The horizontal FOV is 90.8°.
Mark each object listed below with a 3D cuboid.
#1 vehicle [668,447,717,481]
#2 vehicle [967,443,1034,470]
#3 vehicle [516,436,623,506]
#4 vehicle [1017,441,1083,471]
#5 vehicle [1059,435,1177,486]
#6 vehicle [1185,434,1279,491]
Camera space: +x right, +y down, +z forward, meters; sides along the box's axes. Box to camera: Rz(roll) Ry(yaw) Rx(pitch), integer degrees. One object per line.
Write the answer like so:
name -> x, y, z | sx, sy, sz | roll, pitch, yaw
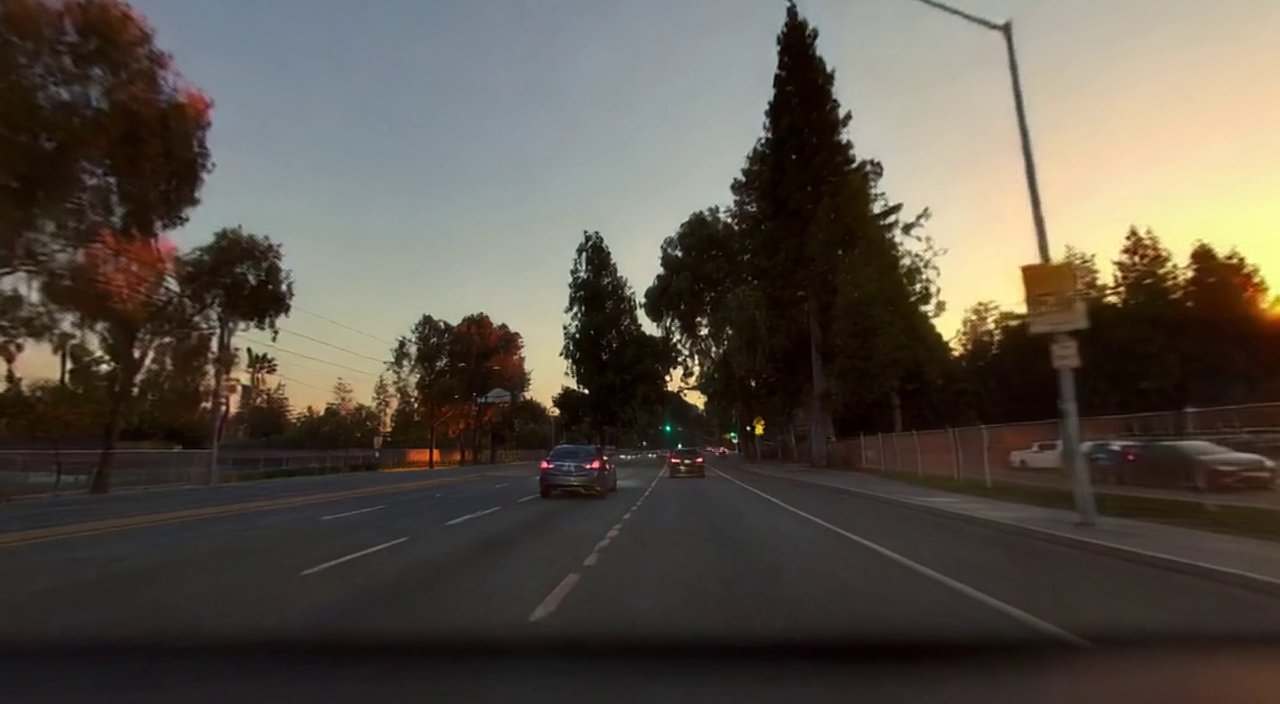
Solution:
vehicle -> 2.504, 5.291, 30.161 | 2.147, 1.474, 4.083 | -1, -9, 4
vehicle -> 20.940, 6.024, 36.647 | 4.404, 1.469, 1.947 | 7, -11, -41
vehicle -> -1.770, 3.246, 17.665 | 2.105, 1.676, 4.541 | -1, -9, 5
vehicle -> 22.849, 5.754, 35.106 | 2.039, 1.440, 4.655 | -13, -14, 43
vehicle -> 15.725, 3.500, 20.682 | 4.830, 1.459, 2.041 | 8, -12, -41
vehicle -> 17.170, 3.101, 18.008 | 2.131, 1.437, 4.325 | -8, -12, 43
